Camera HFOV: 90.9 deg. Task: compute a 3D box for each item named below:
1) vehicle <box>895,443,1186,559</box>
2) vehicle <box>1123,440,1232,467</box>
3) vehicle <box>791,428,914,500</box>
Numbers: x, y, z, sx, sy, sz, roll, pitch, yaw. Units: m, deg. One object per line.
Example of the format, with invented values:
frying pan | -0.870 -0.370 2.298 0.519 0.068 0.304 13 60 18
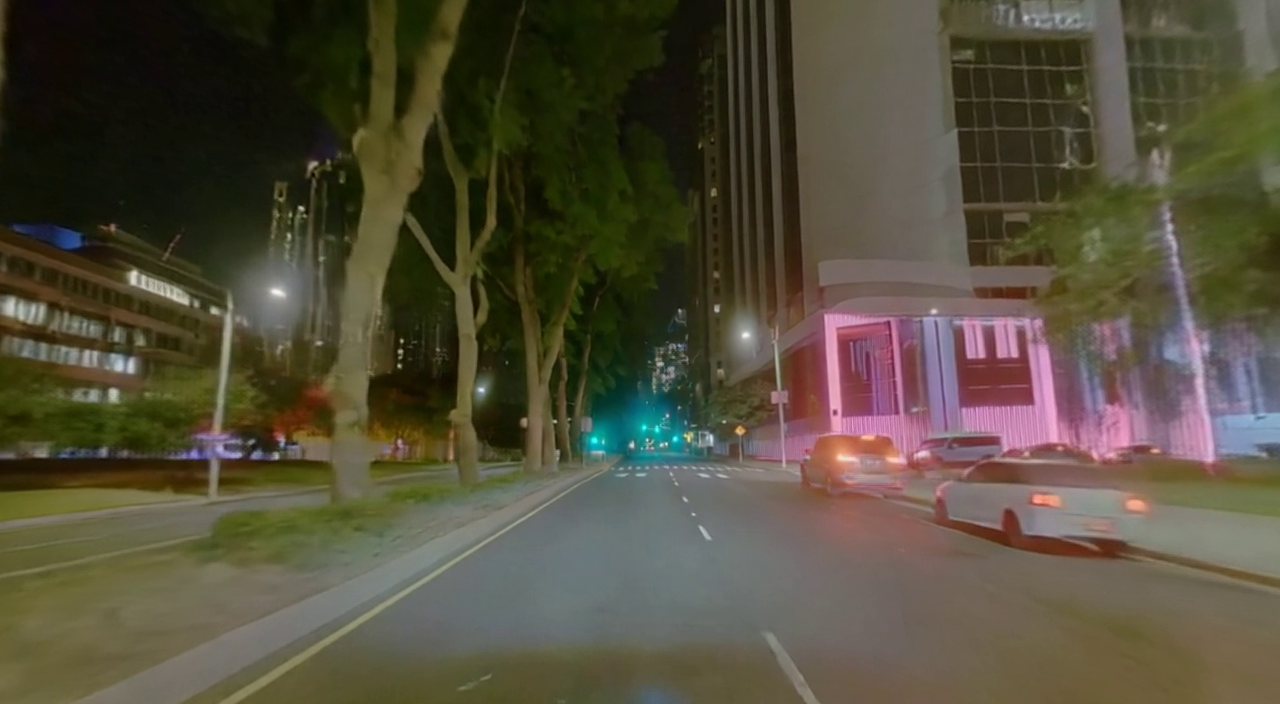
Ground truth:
vehicle | 6.224 2.306 10.673 1.948 1.511 4.623 0 -8 1
vehicle | 30.362 5.741 35.691 4.373 1.489 1.908 0 -8 1
vehicle | 6.228 3.326 19.161 2.045 1.890 4.876 0 -8 0
